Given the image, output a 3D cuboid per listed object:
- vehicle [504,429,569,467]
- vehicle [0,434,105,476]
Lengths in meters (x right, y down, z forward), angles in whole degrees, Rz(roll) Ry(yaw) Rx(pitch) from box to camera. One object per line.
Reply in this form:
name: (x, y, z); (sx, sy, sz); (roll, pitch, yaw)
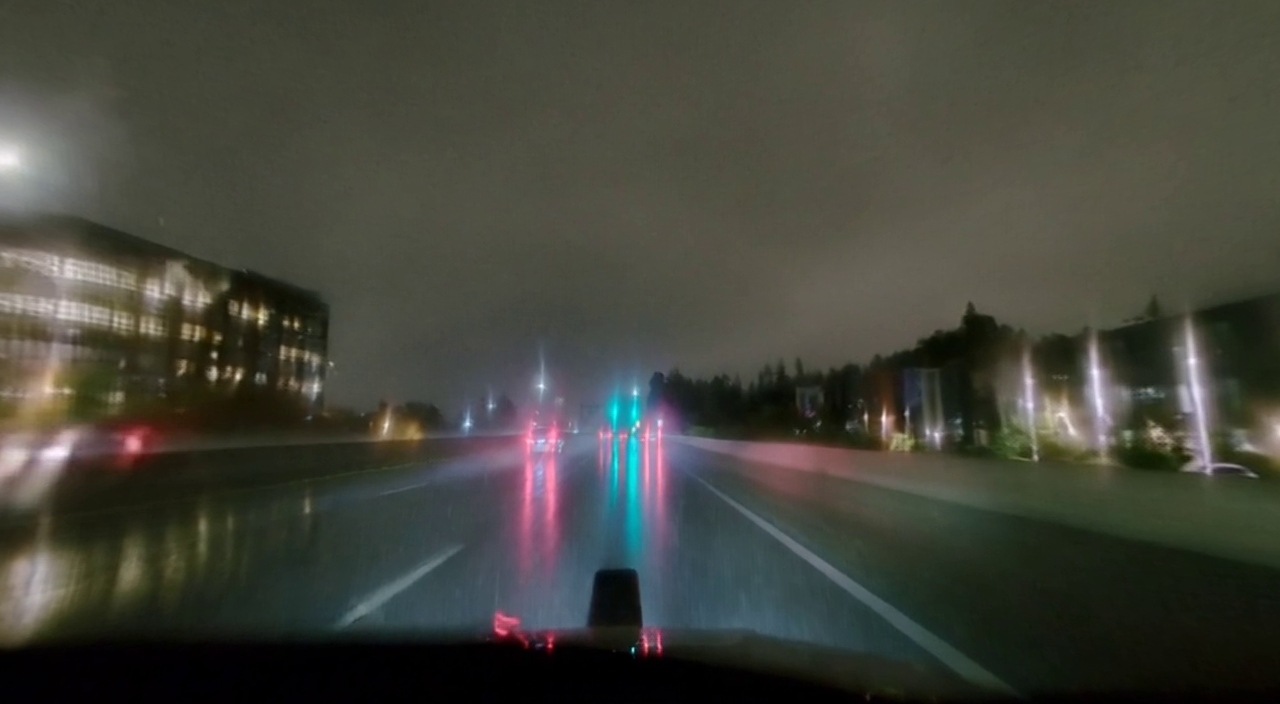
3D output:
vehicle: (-4.268, 4.045, 26.753); (1.996, 1.490, 4.571); (0, -8, 0)
vehicle: (-27.360, 4.631, 28.596); (1.889, 1.727, 4.692); (0, -8, 0)
